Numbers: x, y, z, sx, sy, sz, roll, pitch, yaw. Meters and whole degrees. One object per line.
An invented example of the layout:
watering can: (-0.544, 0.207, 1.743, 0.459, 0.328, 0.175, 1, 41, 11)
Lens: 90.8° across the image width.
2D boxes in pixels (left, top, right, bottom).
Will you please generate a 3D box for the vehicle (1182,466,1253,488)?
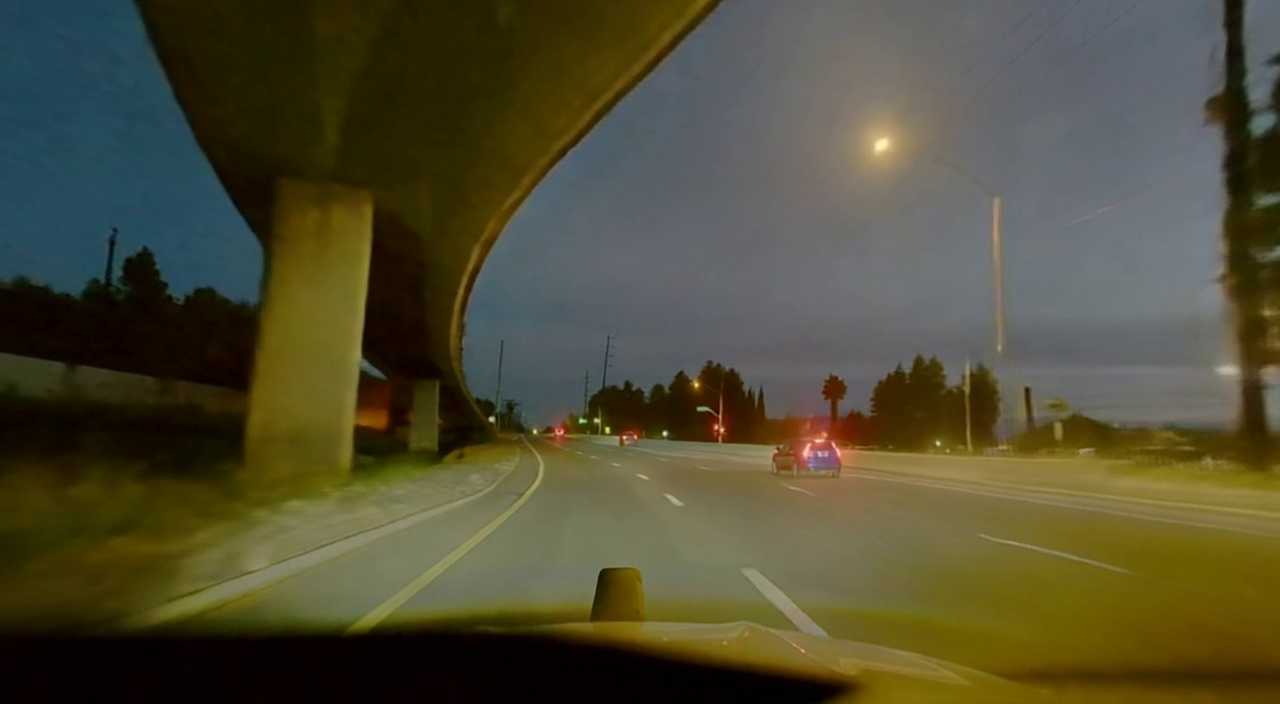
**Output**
vehicle: (43.653, 9.416, 47.747, 4.465, 1.431, 1.959, 3, -9, -20)
